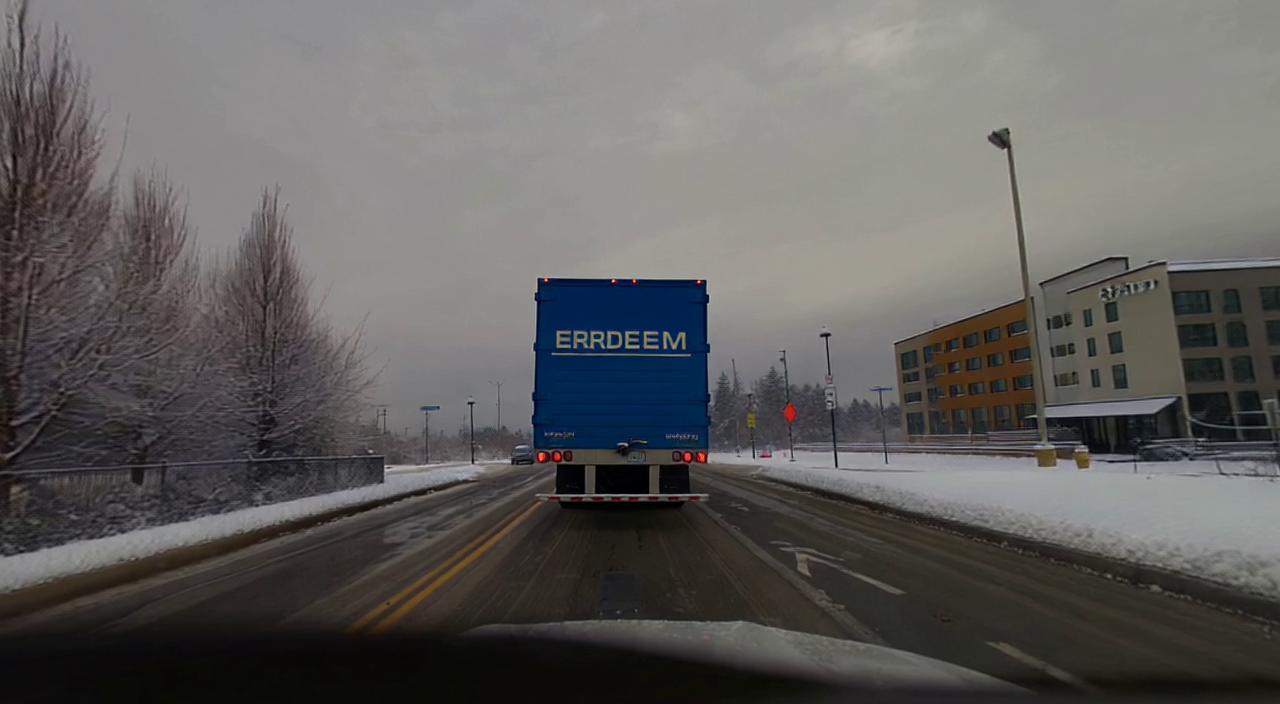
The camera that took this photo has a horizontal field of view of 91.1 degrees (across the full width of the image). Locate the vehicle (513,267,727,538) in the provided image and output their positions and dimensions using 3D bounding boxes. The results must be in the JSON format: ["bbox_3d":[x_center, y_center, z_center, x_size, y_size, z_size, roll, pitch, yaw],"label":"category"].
[{"bbox_3d":[-0.215,1.276,13.339,2.876,3.724,9.351,0,-8,1],"label":"vehicle"}]

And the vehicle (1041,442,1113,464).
[{"bbox_3d":[31.358,7.224,45.164,1.652,1.423,3.797,5,-9,-36],"label":"vehicle"}]
